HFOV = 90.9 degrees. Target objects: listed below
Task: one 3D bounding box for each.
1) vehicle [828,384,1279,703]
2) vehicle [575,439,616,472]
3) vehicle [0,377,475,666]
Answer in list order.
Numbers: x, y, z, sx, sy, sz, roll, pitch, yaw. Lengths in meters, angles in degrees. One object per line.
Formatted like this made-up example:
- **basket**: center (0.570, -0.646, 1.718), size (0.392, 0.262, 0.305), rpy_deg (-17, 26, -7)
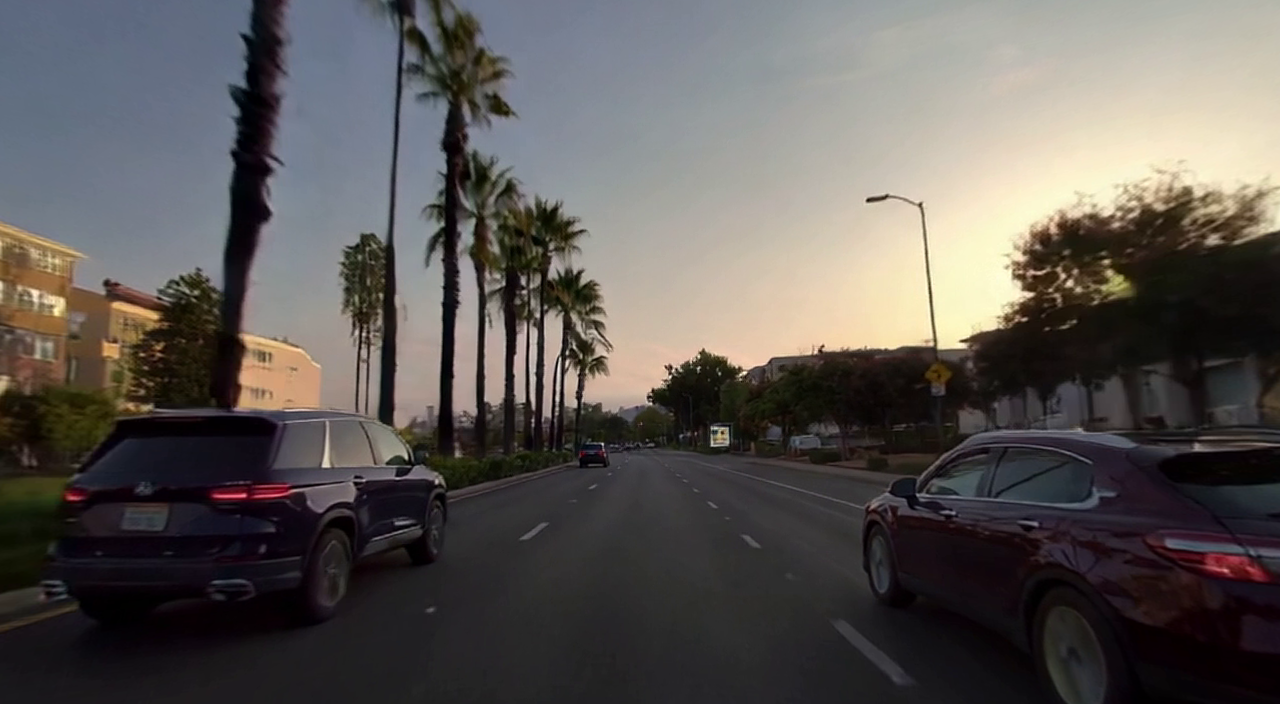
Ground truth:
- **vehicle**: center (2.905, 1.166, 4.293), size (1.946, 1.513, 4.133), rpy_deg (0, -8, 0)
- **vehicle**: center (-2.490, 5.938, 36.293), size (1.998, 1.743, 4.402), rpy_deg (0, -8, 1)
- **vehicle**: center (-3.266, 1.380, 6.226), size (2.058, 1.804, 4.391), rpy_deg (0, -8, 0)
